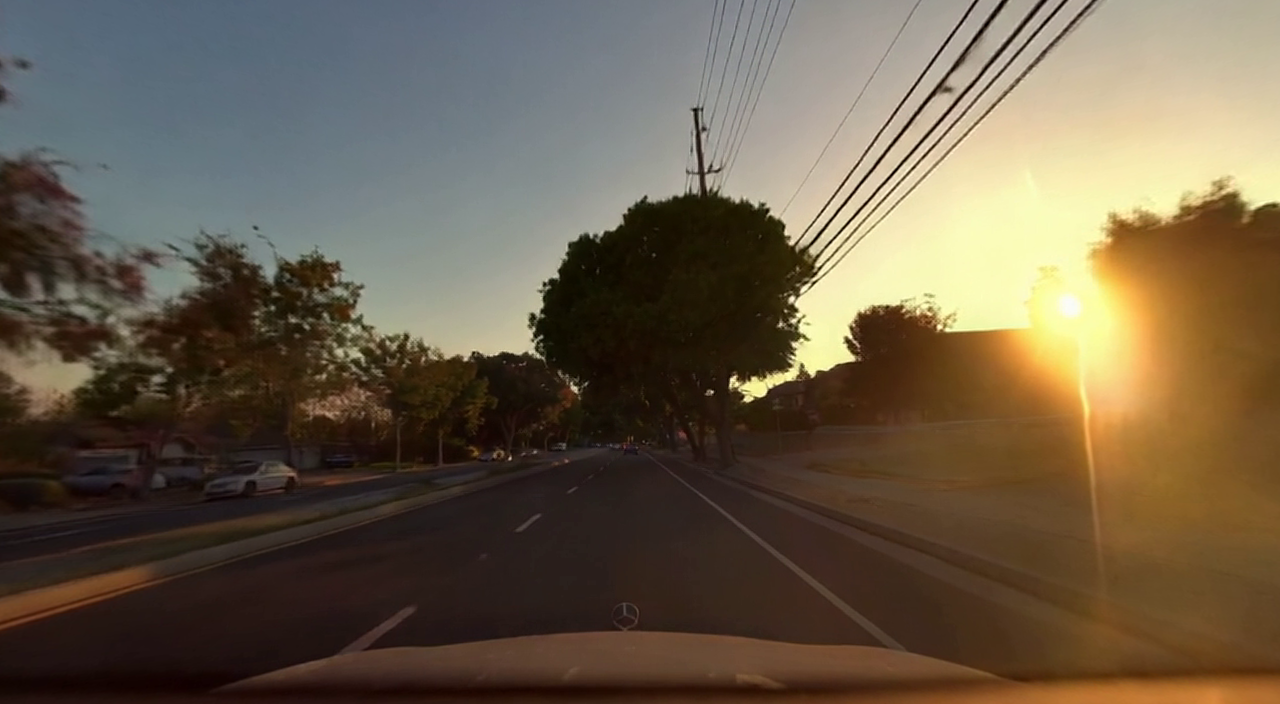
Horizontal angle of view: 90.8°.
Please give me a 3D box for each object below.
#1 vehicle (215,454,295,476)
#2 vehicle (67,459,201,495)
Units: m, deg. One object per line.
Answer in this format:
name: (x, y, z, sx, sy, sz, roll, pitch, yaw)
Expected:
vehicle: (-28.612, 8.389, 47.058, 4.599, 1.533, 2.029, 0, -8, 2)
vehicle: (-22.386, 5.521, 28.089, 4.243, 1.455, 2.005, 0, -9, 1)
